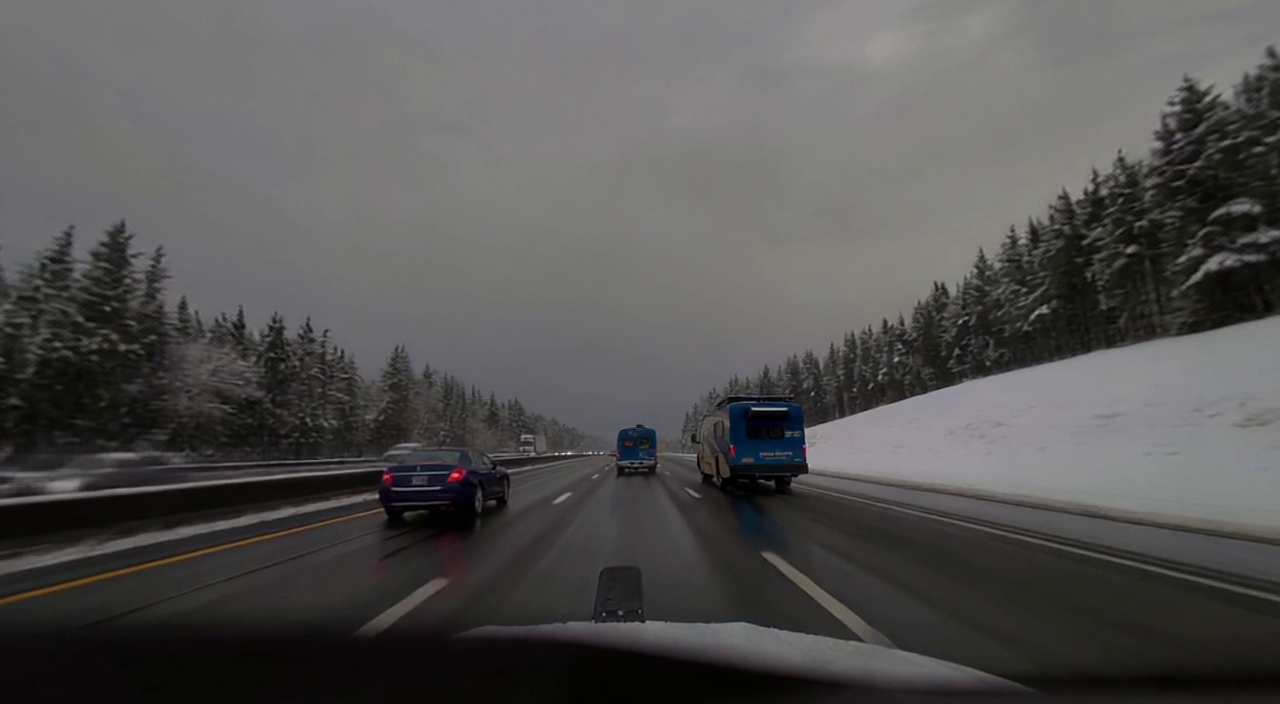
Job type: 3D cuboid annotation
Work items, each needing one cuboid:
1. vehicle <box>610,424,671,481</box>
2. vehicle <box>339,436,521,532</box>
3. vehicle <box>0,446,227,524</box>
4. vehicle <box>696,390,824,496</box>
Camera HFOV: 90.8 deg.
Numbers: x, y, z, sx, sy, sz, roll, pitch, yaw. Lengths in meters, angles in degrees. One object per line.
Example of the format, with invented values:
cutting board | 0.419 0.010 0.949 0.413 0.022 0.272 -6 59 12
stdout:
vehicle | -0.004 4.496 28.414 2.524 2.310 4.986 0 -9 0
vehicle | -3.760 2.455 12.334 1.959 1.502 4.559 0 -9 0
vehicle | -11.716 2.864 14.155 1.934 1.453 4.281 0 -9 1
vehicle | 3.638 3.074 21.164 2.607 2.910 7.252 0 -9 -2
